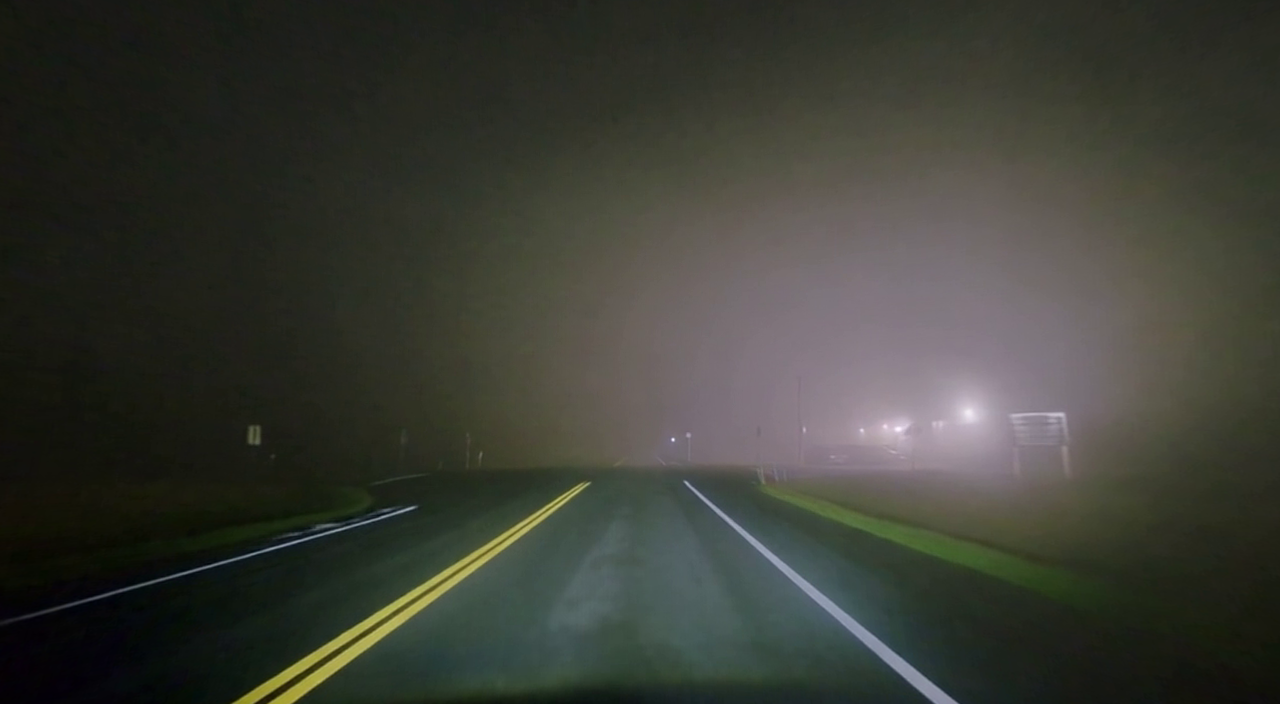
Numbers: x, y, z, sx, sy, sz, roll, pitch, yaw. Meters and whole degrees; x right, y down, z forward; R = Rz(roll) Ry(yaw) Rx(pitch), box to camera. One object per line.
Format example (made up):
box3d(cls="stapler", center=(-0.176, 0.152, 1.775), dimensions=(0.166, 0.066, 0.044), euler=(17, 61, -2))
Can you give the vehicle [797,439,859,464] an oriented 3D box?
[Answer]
box3d(cls="vehicle", center=(14.591, 7.780, 49.226), dimensions=(2.037, 1.829, 4.919), euler=(3, -9, -20))
